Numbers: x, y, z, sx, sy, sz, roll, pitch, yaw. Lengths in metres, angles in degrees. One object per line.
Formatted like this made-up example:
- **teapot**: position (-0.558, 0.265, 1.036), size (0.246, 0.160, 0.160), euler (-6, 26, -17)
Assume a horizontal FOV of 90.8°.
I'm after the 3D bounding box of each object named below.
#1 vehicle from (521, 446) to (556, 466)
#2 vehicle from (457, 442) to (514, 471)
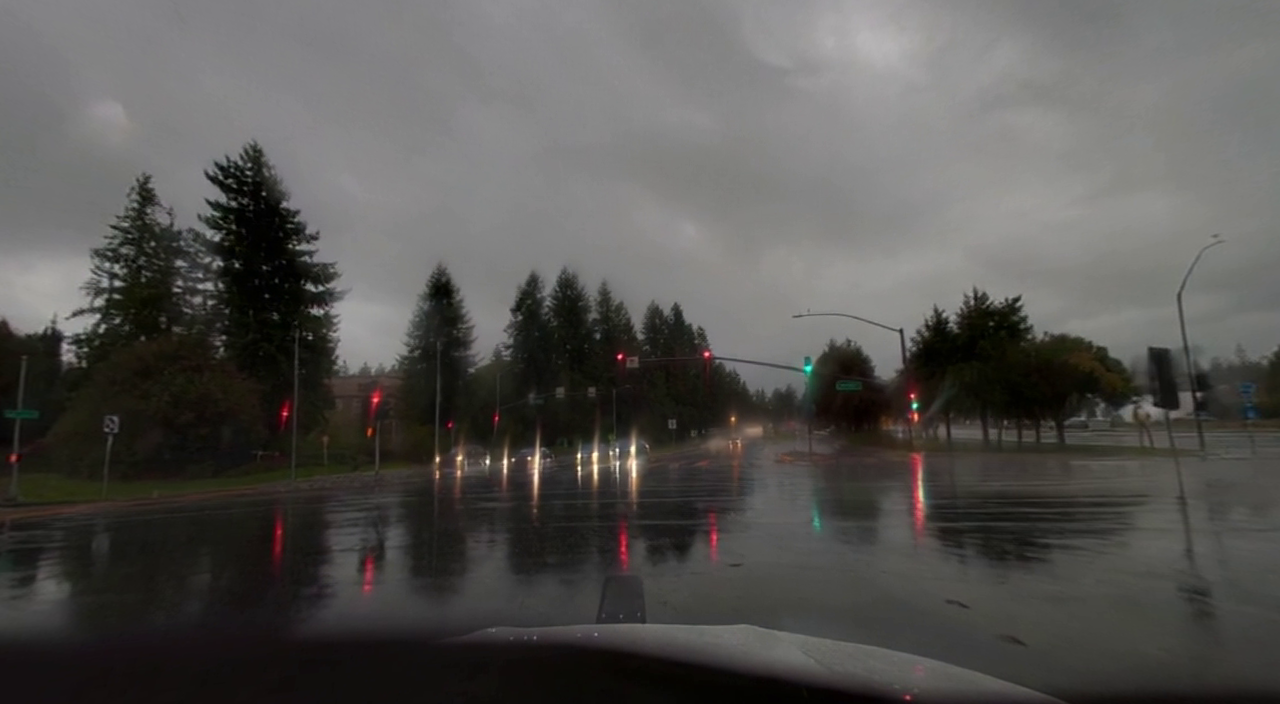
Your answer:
- **vehicle**: position (-7.896, 8.150, 49.606), size (2.049, 1.439, 4.103), euler (0, -8, 0)
- **vehicle**: position (-11.481, 7.794, 47.505), size (2.557, 2.015, 5.959), euler (0, -8, 2)
